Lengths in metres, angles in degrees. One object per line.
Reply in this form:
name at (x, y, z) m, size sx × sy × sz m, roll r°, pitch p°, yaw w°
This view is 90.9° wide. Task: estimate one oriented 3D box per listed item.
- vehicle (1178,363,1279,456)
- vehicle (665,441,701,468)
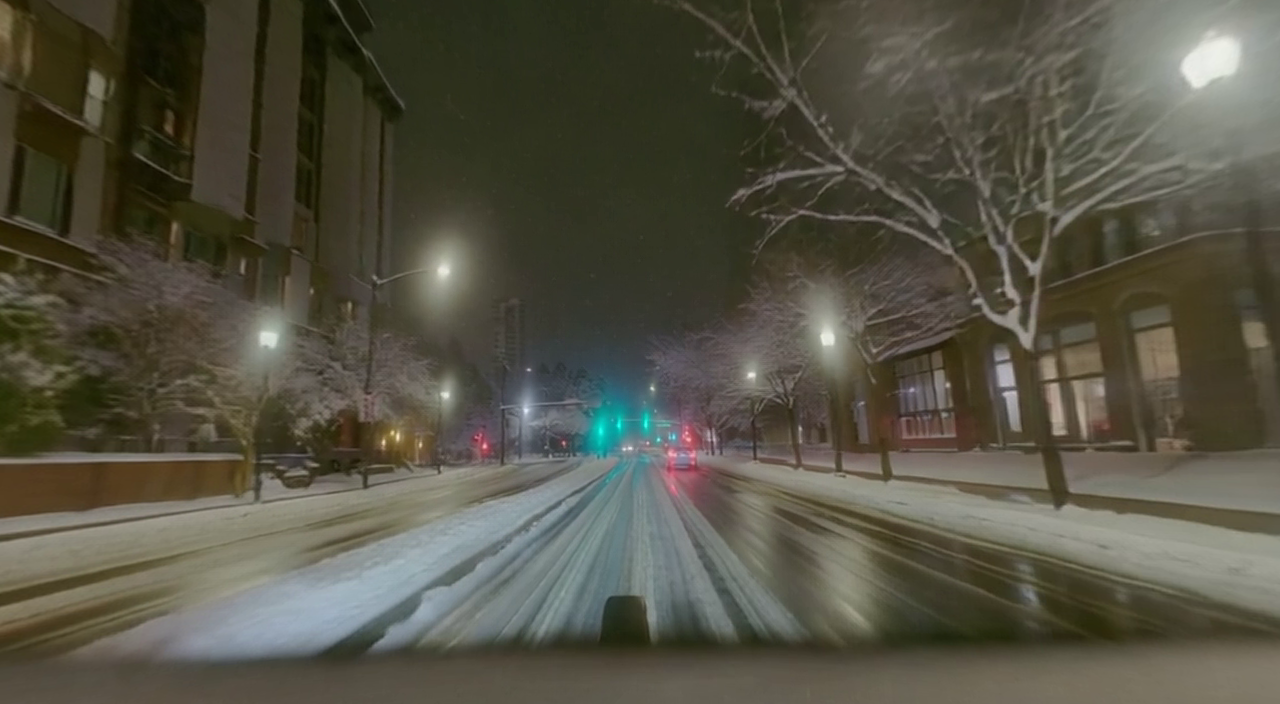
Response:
vehicle at (18.136, 1.608, 16.721) m, size 5.640 × 2.310 × 2.101 m, roll 1°, pitch -5°, yaw 4°
vehicle at (2.911, 7.025, 43.347) m, size 2.129 × 1.719 × 4.205 m, roll 0°, pitch -9°, yaw 0°
